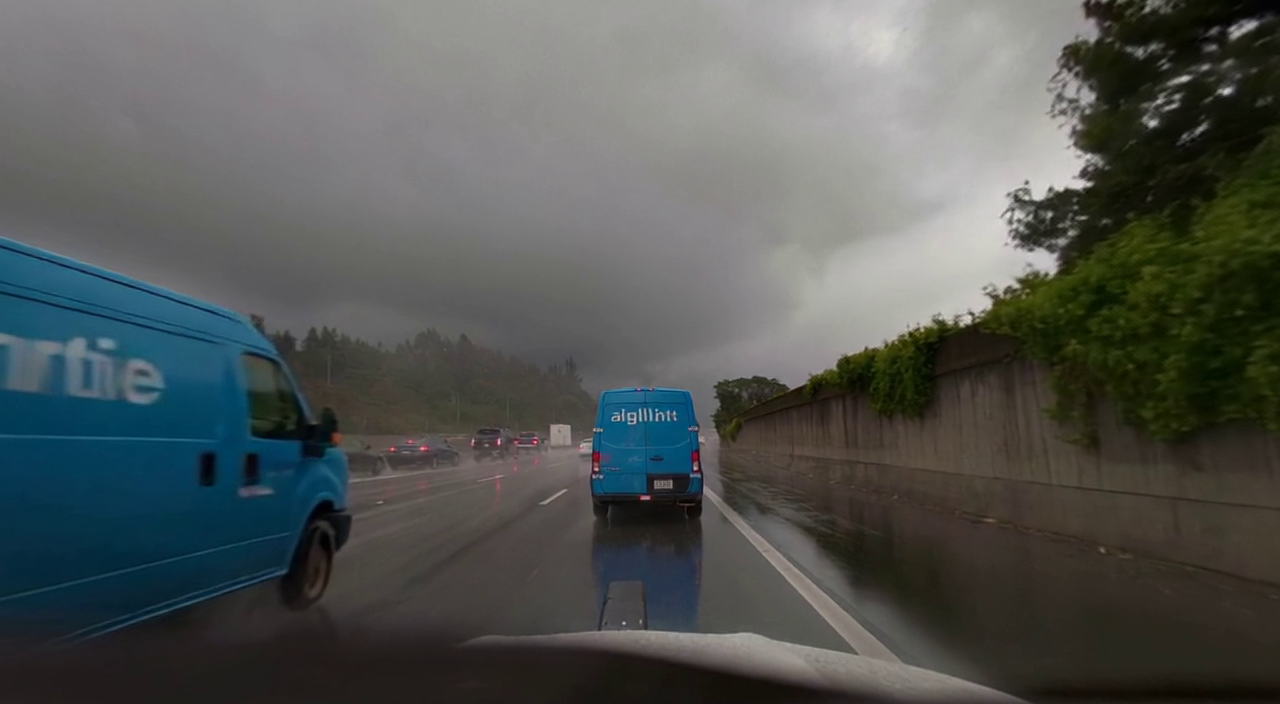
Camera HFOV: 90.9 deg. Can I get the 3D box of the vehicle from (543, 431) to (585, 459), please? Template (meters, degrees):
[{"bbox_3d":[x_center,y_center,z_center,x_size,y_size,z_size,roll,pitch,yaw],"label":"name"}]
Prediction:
[{"bbox_3d":[-5.895,7.314,49.504,2.302,2.007,5.490,-1,-8,3],"label":"vehicle"}]

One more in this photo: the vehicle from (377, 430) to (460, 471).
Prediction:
[{"bbox_3d":[-10.620,4.757,30.661,2.061,1.846,4.852,-1,-8,3],"label":"vehicle"}]

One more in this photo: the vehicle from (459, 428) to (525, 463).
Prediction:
[{"bbox_3d":[-9.661,6.195,41.749,2.566,2.158,5.957,-1,-8,4],"label":"vehicle"}]

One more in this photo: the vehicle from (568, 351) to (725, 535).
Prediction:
[{"bbox_3d":[0.132,1.810,12.660,2.316,2.738,6.398,0,-8,1],"label":"vehicle"}]

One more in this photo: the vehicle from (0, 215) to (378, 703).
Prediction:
[{"bbox_3d":[-3.693,0.544,2.103,2.597,2.163,6.860,0,-8,1],"label":"vehicle"}]
